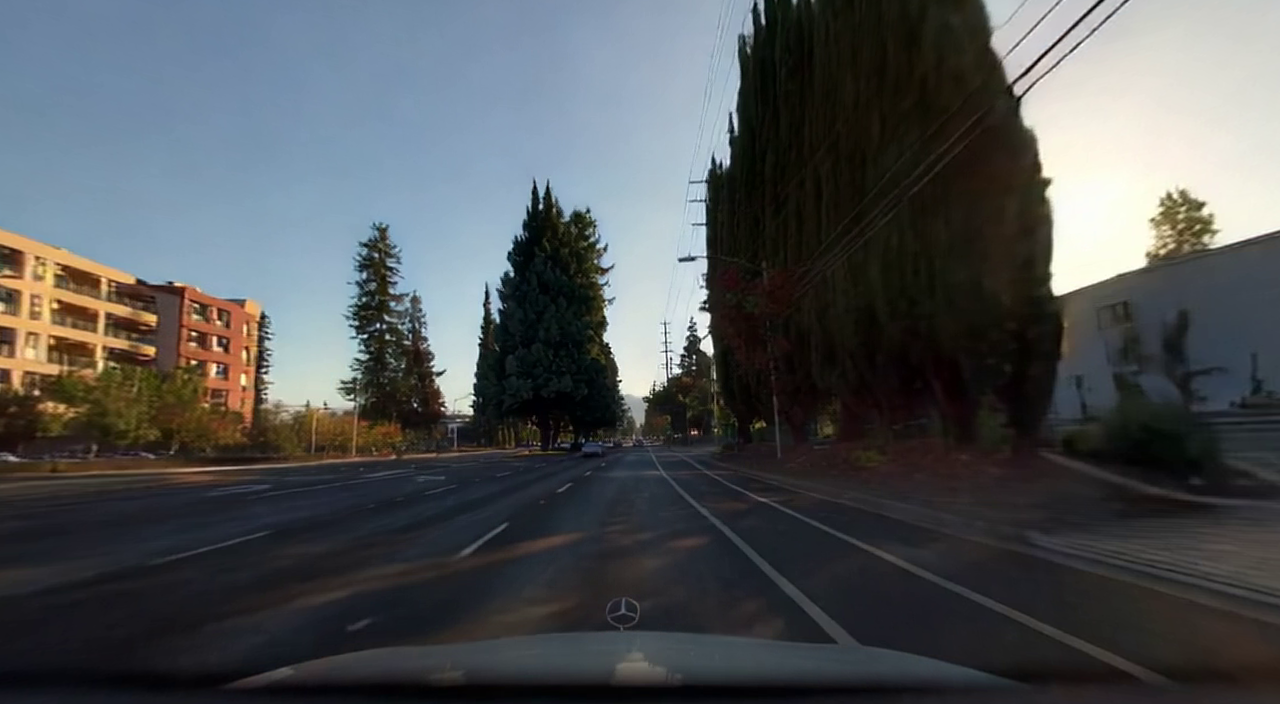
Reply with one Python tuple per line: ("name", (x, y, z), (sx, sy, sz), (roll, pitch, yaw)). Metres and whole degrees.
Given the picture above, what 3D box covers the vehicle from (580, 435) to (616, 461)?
("vehicle", (-2.848, 6.639, 43.696), (2.121, 1.654, 3.993), (0, -8, 2))
